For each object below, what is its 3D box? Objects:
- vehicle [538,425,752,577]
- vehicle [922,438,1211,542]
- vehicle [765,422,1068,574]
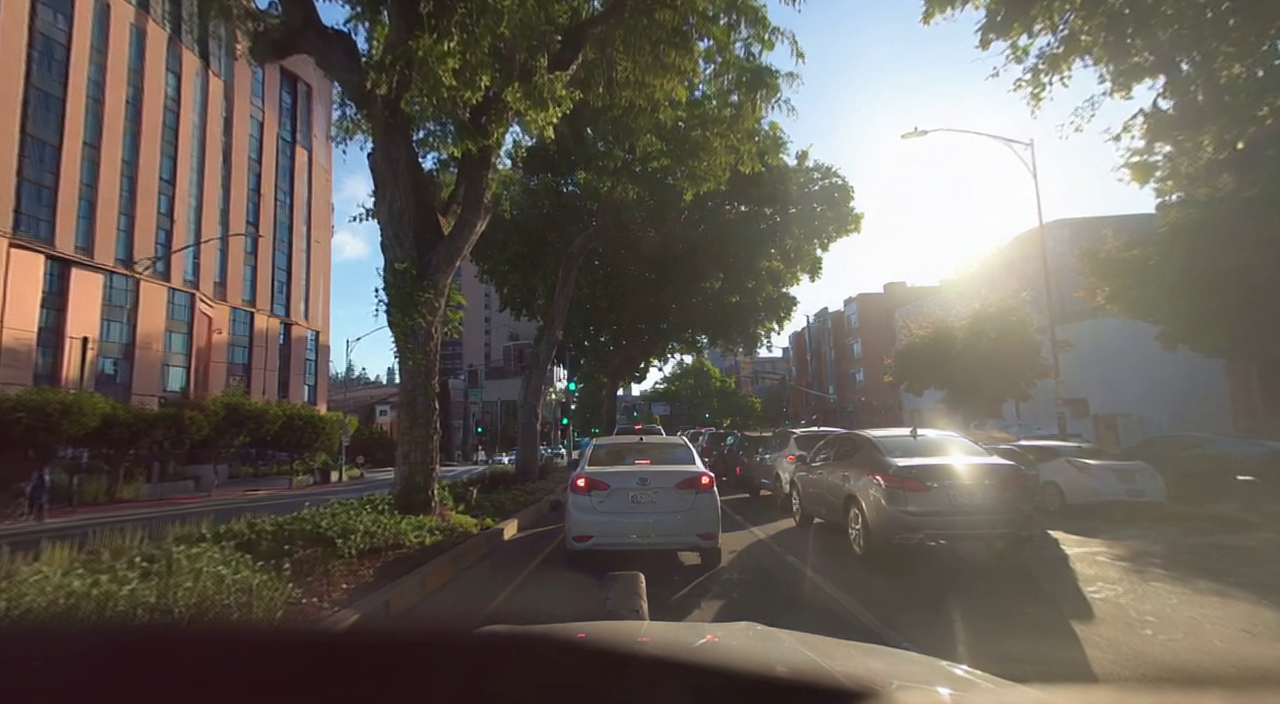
[{"bbox_3d":[0.005,1.777,8.361,2.105,1.474,4.127,0,-8,-1],"label":"vehicle"},{"bbox_3d":[6.537,2.116,10.351,1.915,1.338,3.874,0,-8,-2],"label":"vehicle"},{"bbox_3d":[3.201,1.781,8.588,1.995,1.483,4.533,0,-8,-1],"label":"vehicle"}]
